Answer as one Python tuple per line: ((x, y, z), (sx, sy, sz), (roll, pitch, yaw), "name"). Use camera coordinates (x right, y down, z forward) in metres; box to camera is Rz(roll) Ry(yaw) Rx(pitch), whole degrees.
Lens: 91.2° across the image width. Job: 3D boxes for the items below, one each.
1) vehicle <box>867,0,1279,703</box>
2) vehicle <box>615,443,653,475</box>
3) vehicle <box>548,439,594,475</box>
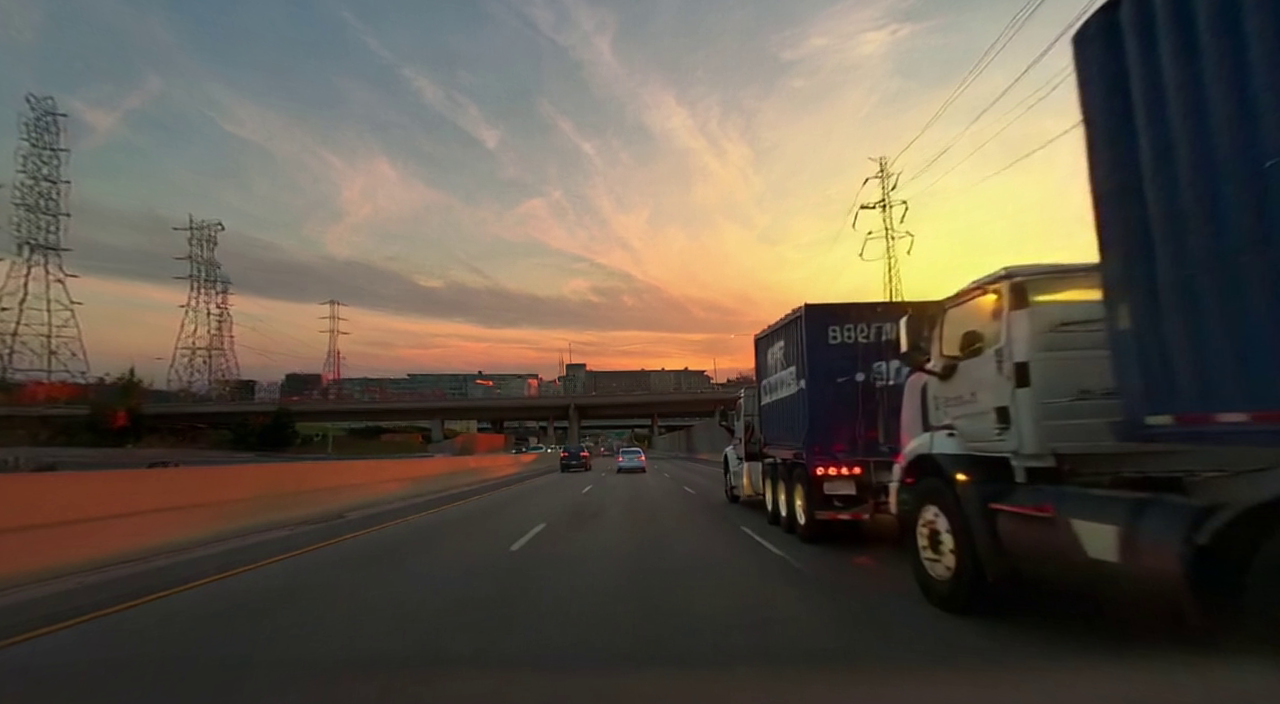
((3.942, -0.290, 2.485), (2.859, 3.917, 8.481), (-1, -9, 0), "vehicle")
((-0.354, 5.944, 35.010), (2.004, 1.615, 4.113), (0, -9, 0), "vehicle")
((-3.910, 6.060, 36.360), (2.077, 1.884, 4.961), (0, -9, 0), "vehicle")
